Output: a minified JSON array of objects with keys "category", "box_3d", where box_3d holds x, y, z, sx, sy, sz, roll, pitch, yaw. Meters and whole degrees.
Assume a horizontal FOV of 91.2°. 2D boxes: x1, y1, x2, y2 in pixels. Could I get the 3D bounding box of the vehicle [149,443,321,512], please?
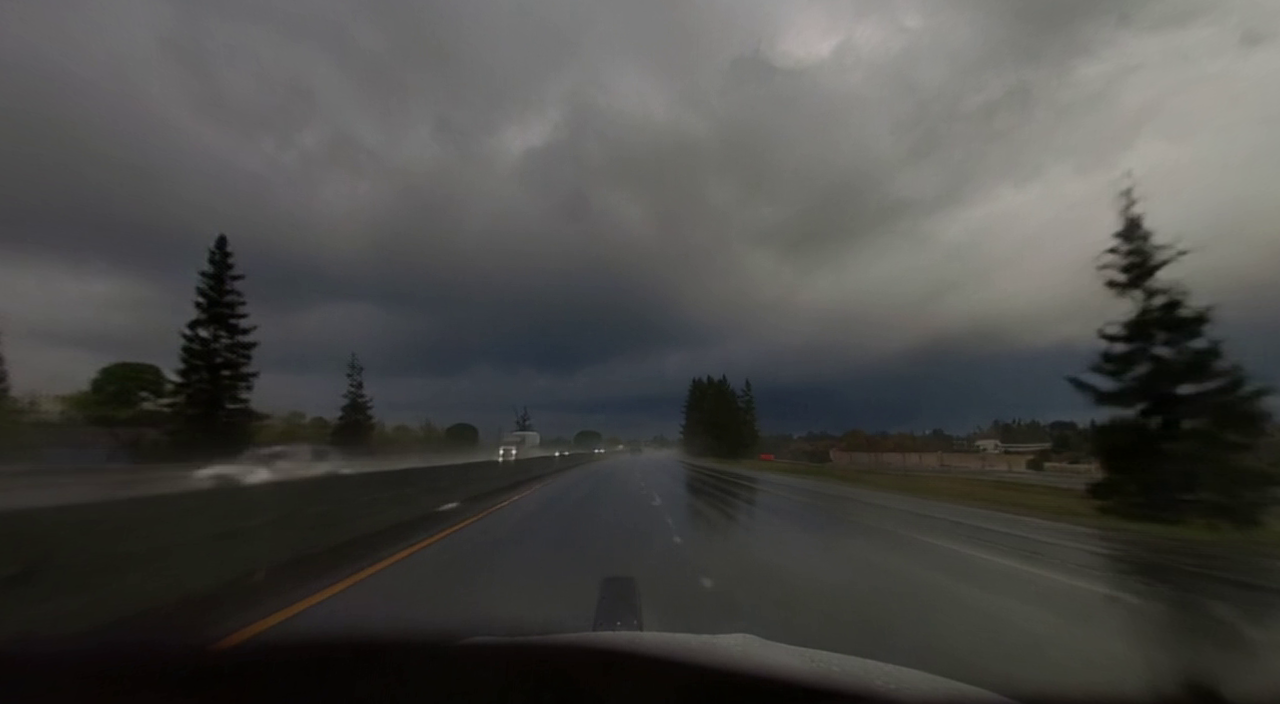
[{"category":"vehicle","box_3d":[-10.394,3.215,16.518,1.895,1.552,4.010,0,-9,-1]}]
